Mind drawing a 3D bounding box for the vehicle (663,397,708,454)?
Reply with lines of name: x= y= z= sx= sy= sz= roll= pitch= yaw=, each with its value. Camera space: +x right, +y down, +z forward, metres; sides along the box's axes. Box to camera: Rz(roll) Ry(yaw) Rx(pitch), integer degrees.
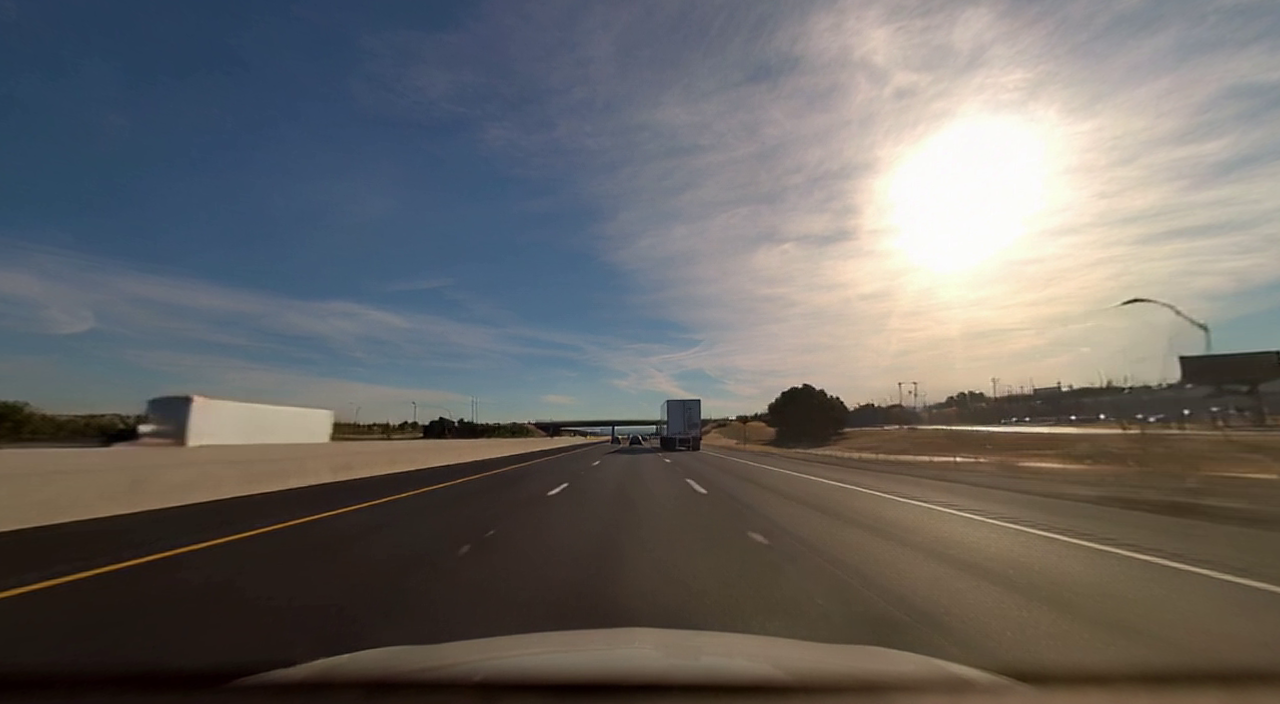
vehicle: x=3.384 y=5.765 z=48.888 sx=2.859 sy=3.981 sz=8.596 roll=0 pitch=-8 yaw=0
